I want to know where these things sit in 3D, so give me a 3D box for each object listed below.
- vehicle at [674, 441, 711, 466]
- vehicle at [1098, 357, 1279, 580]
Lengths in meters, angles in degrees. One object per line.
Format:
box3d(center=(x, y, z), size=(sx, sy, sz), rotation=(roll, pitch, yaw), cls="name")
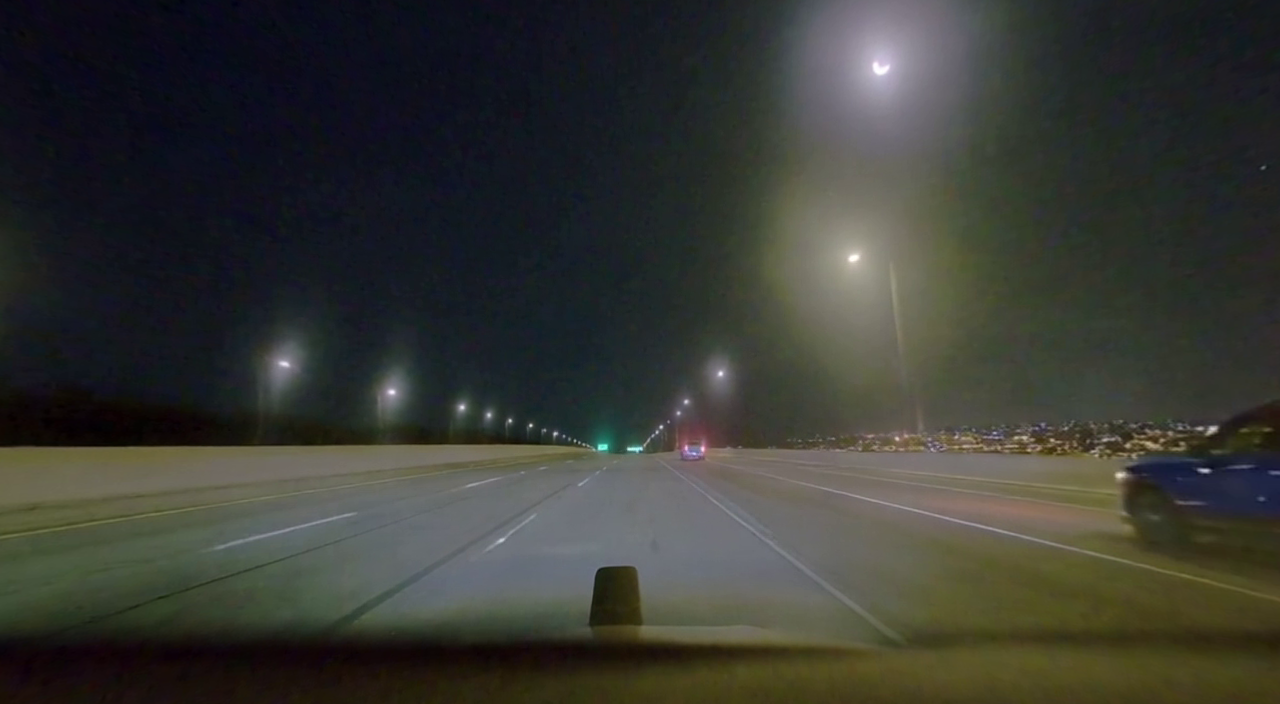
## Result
box3d(center=(3.378, 6.555, 41.141), size=(2.000, 1.533, 3.770), rotation=(0, -8, -1), cls="vehicle")
box3d(center=(6.693, 0.999, 5.369), size=(2.065, 1.953, 4.605), rotation=(0, -8, 0), cls="vehicle")
